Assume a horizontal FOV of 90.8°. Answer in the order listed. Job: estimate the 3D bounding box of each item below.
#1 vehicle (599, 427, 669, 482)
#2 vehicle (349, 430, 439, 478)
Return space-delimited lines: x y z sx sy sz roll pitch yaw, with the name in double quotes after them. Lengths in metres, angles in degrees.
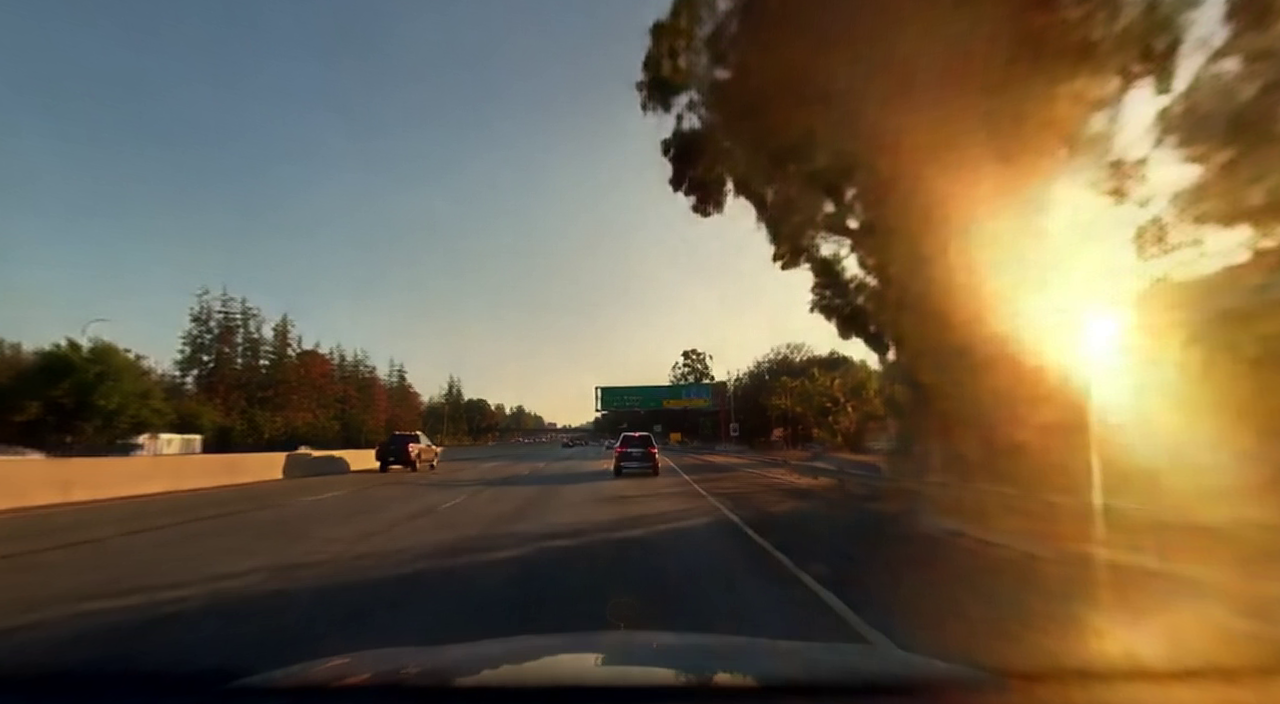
-0.246 4.100 25.544 2.497 1.957 5.432 0 -9 0 "vehicle"
-11.069 4.641 28.921 2.289 1.955 5.147 0 -9 -3 "vehicle"
